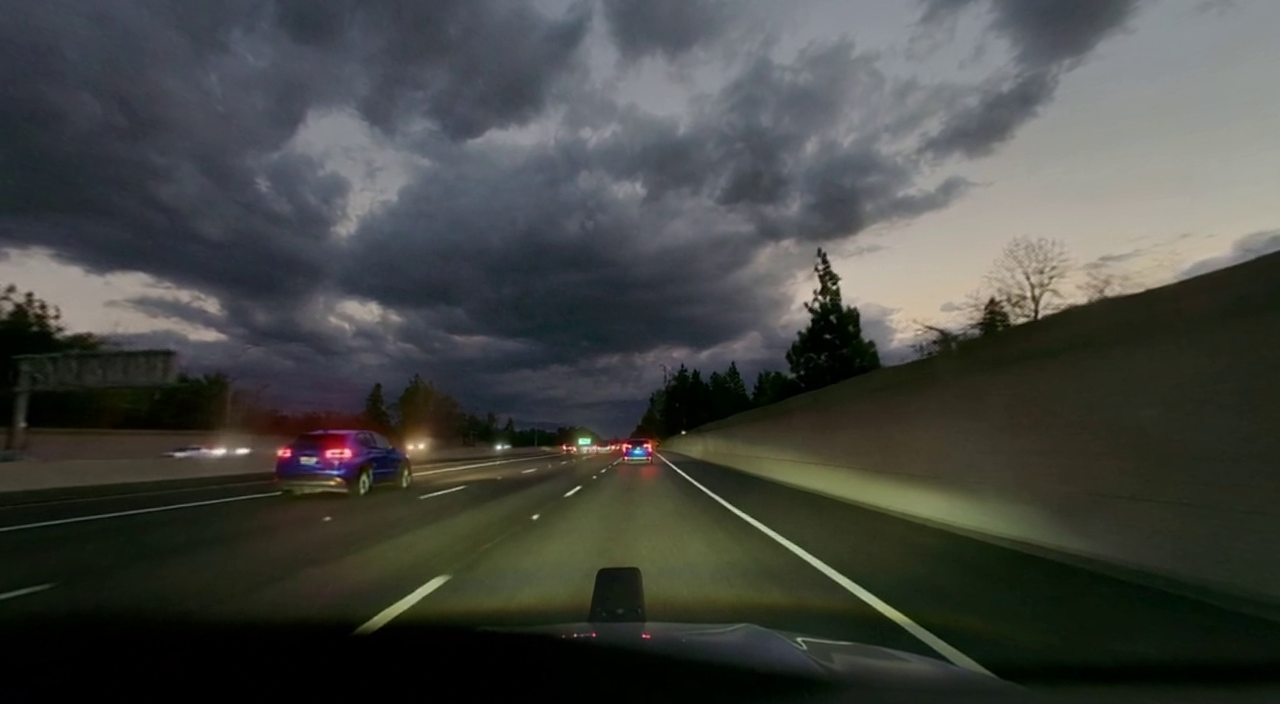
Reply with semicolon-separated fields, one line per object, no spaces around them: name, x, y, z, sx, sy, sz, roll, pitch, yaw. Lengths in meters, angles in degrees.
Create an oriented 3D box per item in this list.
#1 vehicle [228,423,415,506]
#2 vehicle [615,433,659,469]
vehicle;-7.451;2.675;15.396;2.166;1.705;4.433;0;-9;1
vehicle;-0.126;5.122;32.608;2.141;1.706;4.065;0;-9;1
